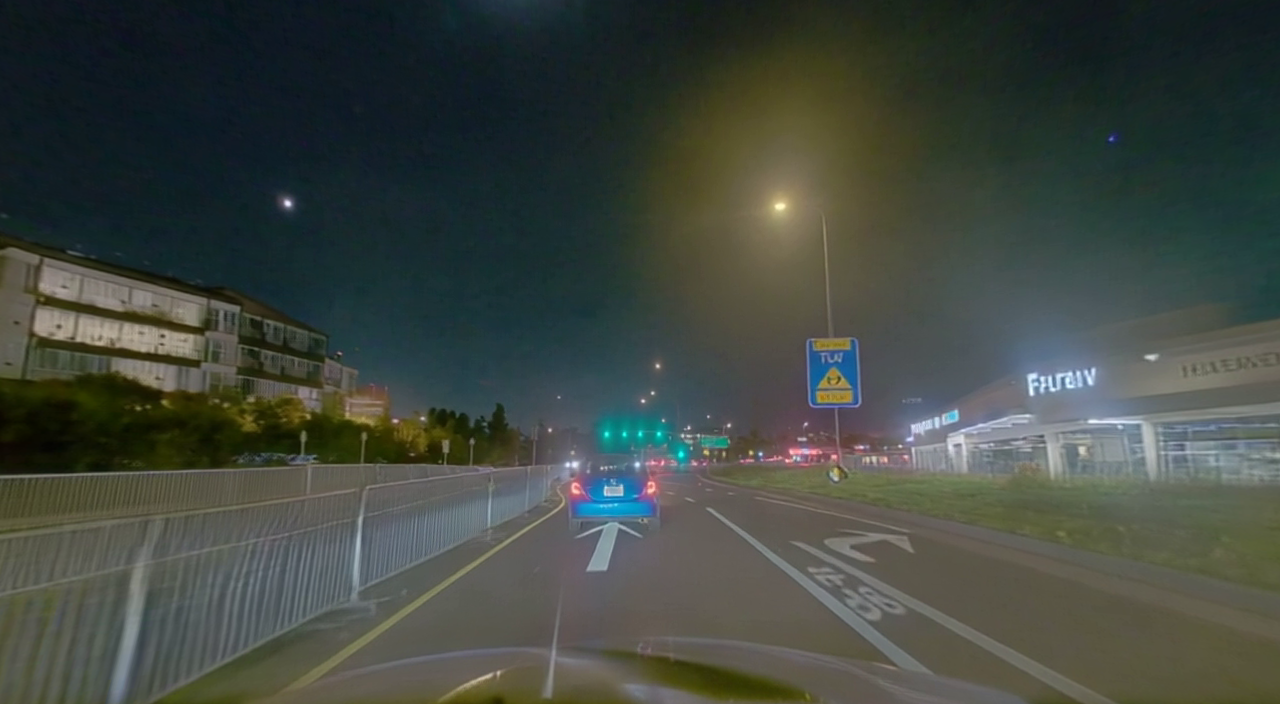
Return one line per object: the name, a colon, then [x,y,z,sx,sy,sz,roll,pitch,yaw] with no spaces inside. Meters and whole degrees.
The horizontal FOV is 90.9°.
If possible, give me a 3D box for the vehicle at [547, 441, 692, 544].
vehicle: [-0.329,2.318,11.025,2.063,1.442,3.933,0,-9,-1]
